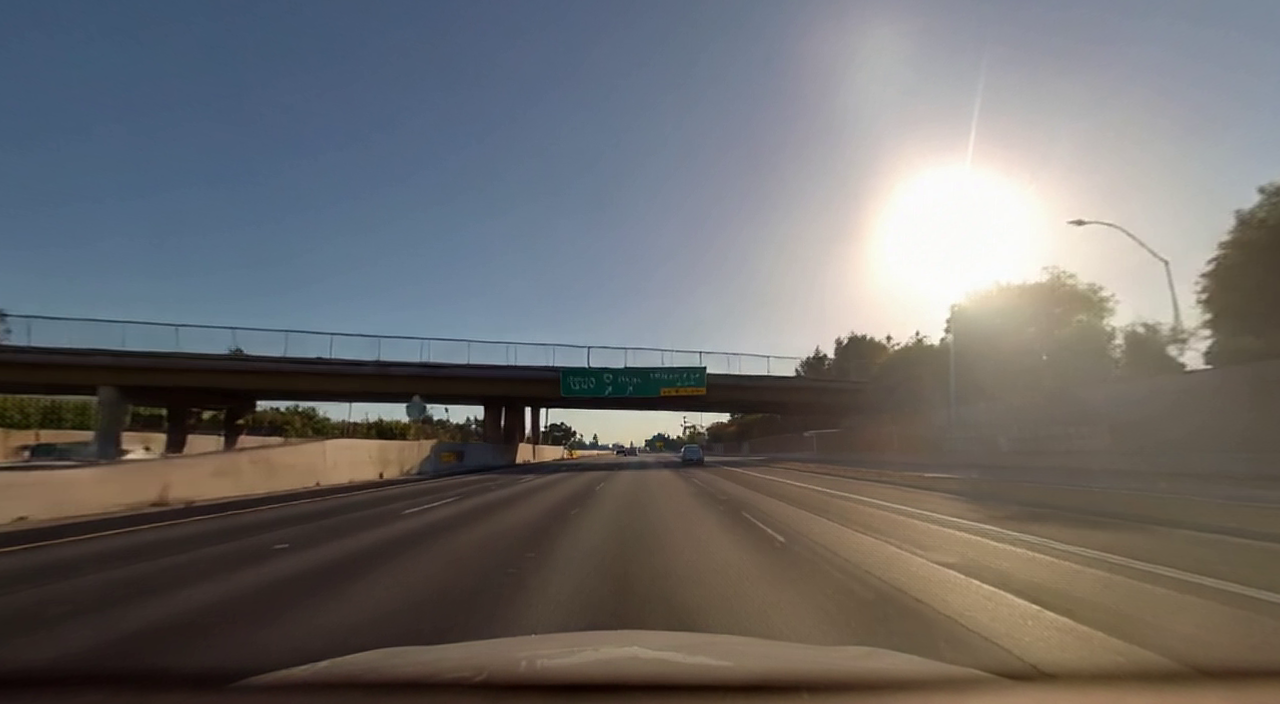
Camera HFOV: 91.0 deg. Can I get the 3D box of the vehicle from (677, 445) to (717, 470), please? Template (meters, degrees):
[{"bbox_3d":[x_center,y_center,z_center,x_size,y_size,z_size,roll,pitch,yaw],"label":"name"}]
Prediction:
[{"bbox_3d":[3.532,6.642,39.834,2.033,1.501,4.398,0,-9,-1],"label":"vehicle"}]
